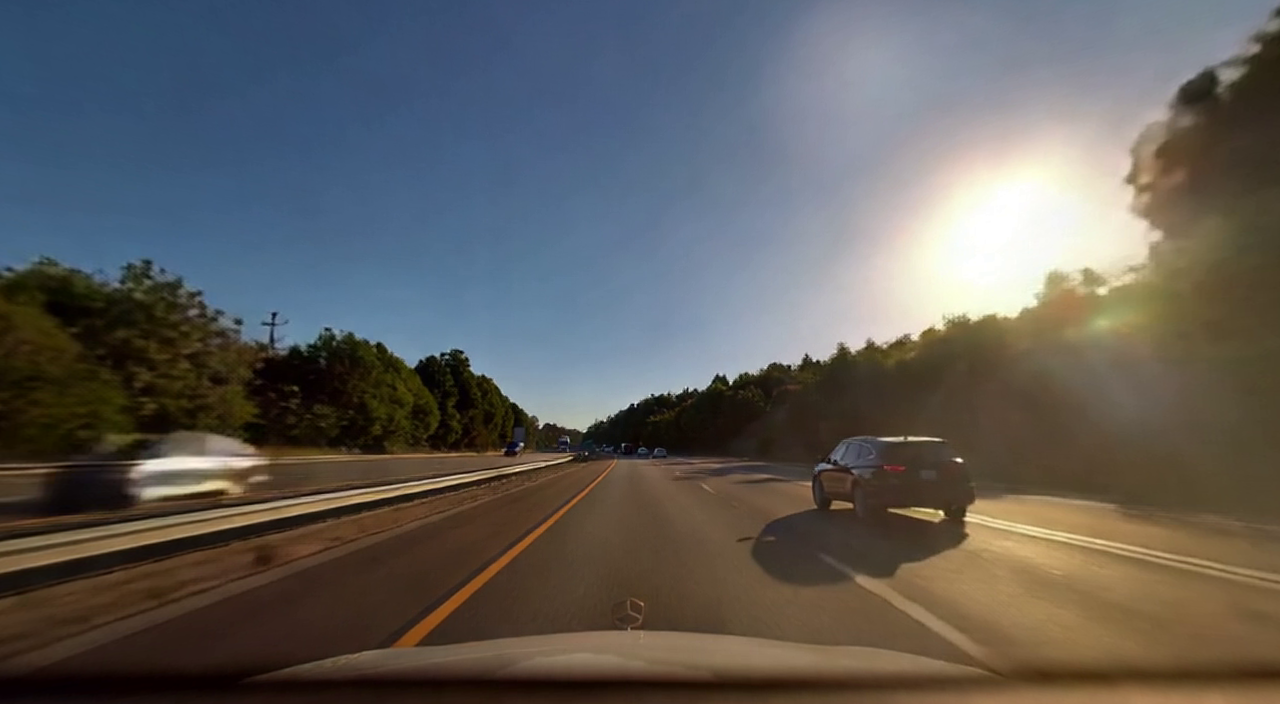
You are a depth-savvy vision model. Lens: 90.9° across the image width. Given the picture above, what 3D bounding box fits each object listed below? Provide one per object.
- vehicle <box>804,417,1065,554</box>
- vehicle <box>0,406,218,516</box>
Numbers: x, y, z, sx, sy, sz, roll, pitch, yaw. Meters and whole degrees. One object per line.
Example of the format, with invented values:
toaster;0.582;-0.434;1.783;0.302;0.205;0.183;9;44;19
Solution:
vehicle;4.212;1.988;10.037;1.933;1.663;4.440;0;-9;-1
vehicle;-9.105;1.698;9.990;1.852;1.394;4.228;0;-9;0
